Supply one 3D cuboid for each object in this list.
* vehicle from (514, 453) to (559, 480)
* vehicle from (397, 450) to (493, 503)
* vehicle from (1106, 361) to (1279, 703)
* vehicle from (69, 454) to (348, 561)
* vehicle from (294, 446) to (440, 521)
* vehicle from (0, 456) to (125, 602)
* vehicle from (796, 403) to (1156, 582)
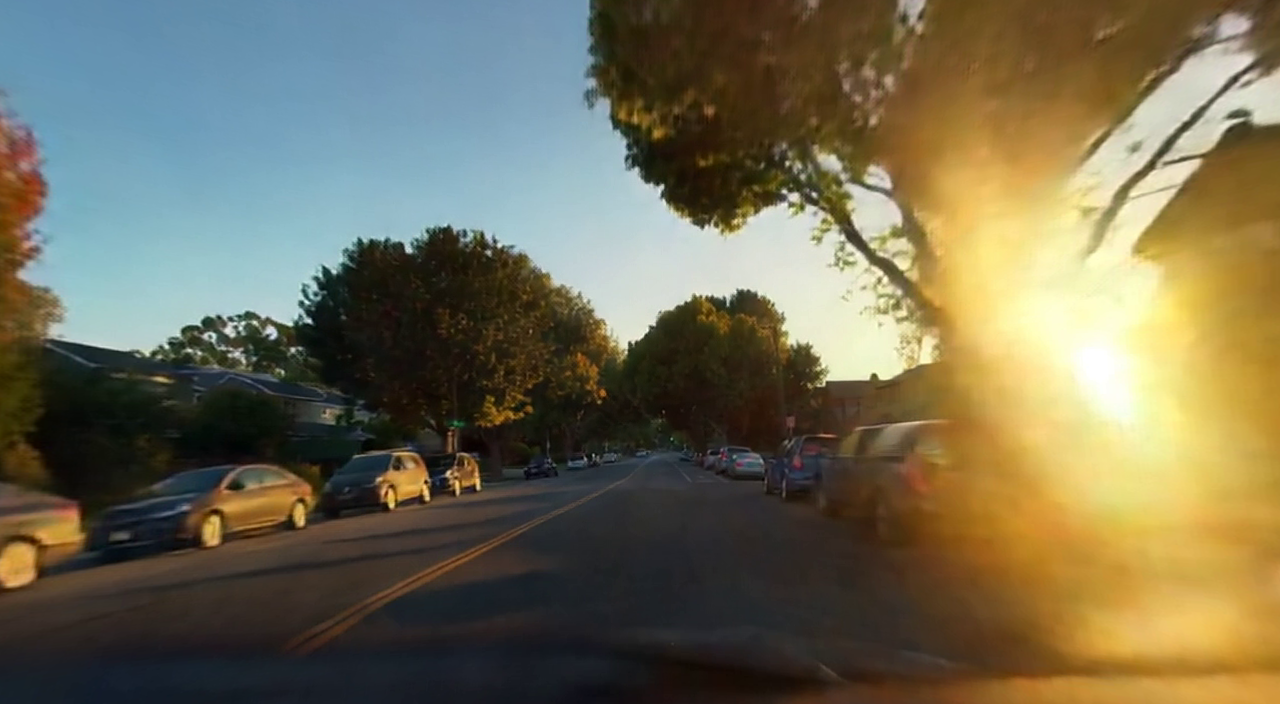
[{"bbox_3d":[-6.465,7.188,39.726,1.903,1.463,4.526,-1,-8,2],"label":"vehicle"},{"bbox_3d":[-7.135,4.557,23.621,1.996,1.628,4.603,-1,-8,2],"label":"vehicle"},{"bbox_3d":[3.920,0.736,1.436,2.216,1.779,4.630,0,-8,2],"label":"vehicle"},{"bbox_3d":[-7.549,2.714,11.766,1.948,1.477,4.518,-2,-9,1],"label":"vehicle"},{"bbox_3d":[-7.388,3.538,17.658,1.973,1.755,4.528,-1,-8,1],"label":"vehicle"},{"bbox_3d":[-7.638,1.760,5.748,1.963,1.470,4.671,-2,-9,0],"label":"vehicle"},{"bbox_3d":[4.488,2.014,10.202,2.434,1.948,6.400,0,-8,1],"label":"vehicle"}]
